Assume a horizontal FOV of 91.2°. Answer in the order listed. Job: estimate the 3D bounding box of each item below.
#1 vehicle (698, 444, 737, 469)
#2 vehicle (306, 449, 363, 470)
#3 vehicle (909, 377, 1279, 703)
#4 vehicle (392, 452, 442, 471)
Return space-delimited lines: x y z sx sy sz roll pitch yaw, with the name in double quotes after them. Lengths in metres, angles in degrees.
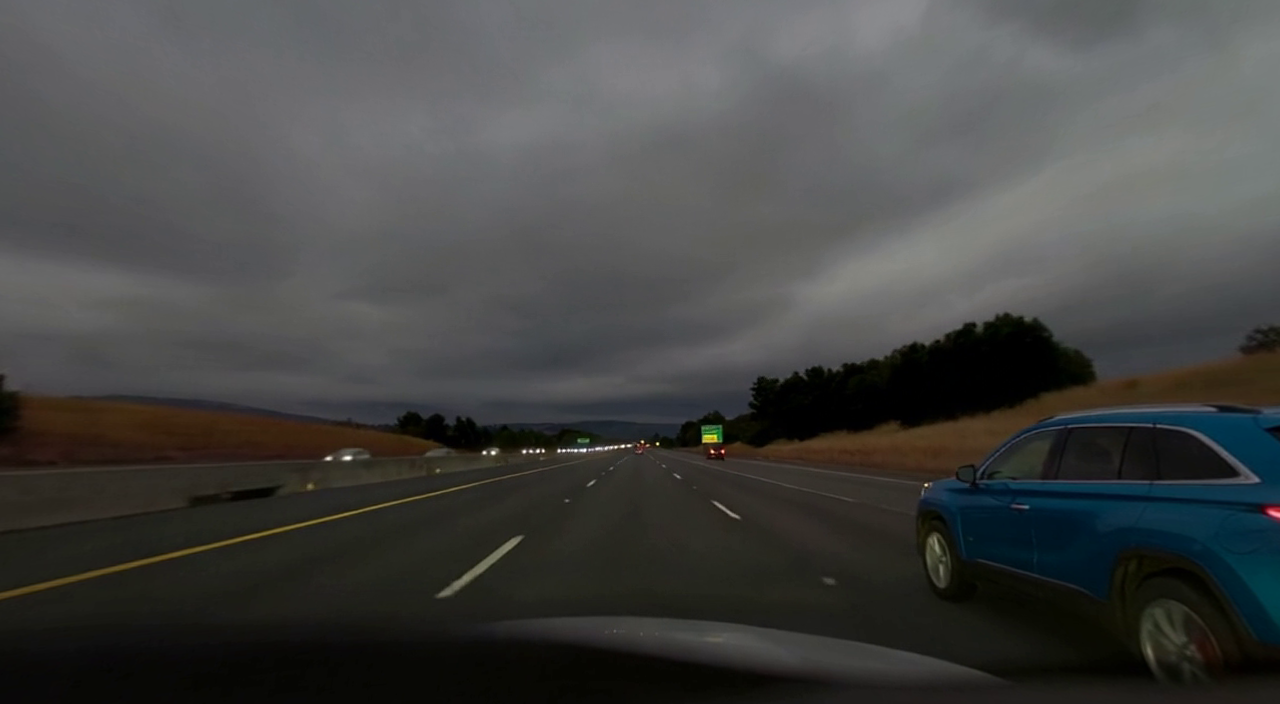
5.498 7.491 45.071 2.006 1.652 4.417 0 -9 -3 "vehicle"
-22.627 7.955 46.607 1.891 1.466 4.701 0 -9 0 "vehicle"
3.475 1.167 3.787 1.784 1.733 4.141 0 -9 -1 "vehicle"
-15.267 7.481 43.113 1.805 1.197 4.391 -1 -9 1 "vehicle"
